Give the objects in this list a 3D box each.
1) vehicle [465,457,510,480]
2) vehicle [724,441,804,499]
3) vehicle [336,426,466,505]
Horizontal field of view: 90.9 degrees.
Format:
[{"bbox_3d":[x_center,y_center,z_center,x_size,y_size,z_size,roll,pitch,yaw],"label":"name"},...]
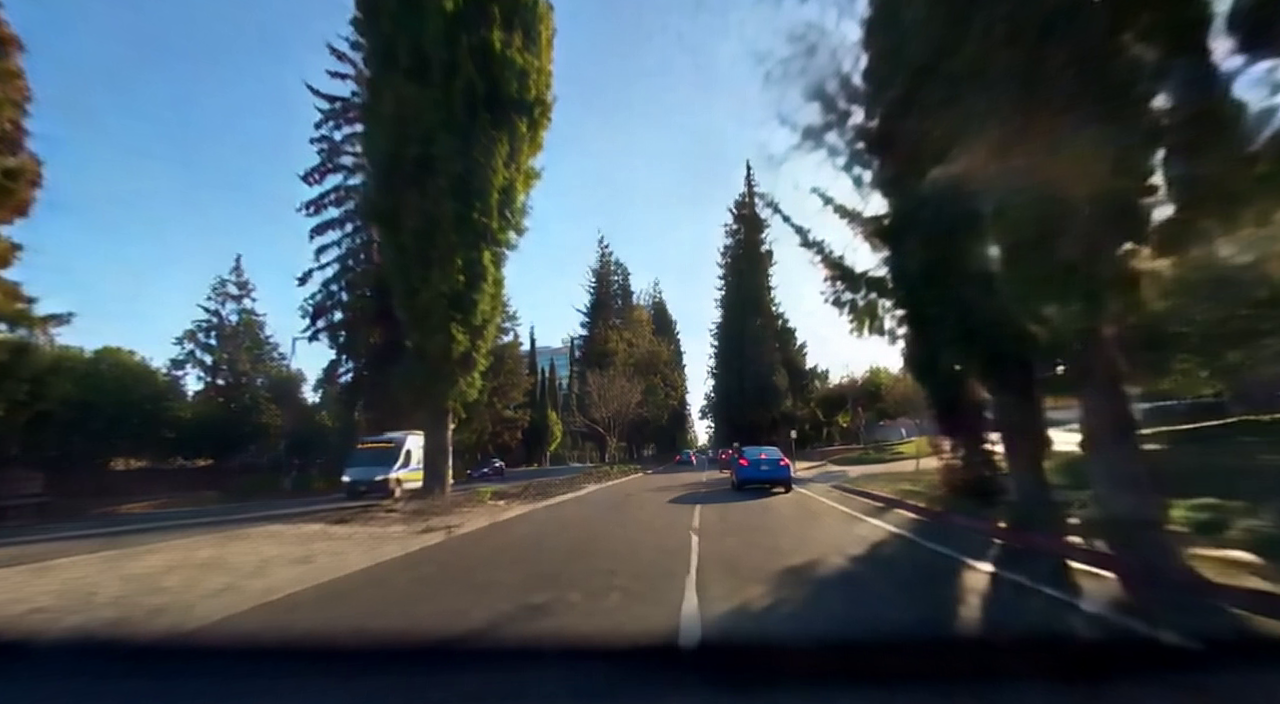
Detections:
[{"bbox_3d":[-11.254,8.657,46.865,1.874,1.521,4.244,-1,-8,6],"label":"vehicle"},{"bbox_3d":[3.816,3.684,20.158,2.052,1.639,4.123,-1,-8,5],"label":"vehicle"},{"bbox_3d":[-9.905,4.729,26.851,2.661,2.737,6.092,-6,-9,6],"label":"vehicle"}]
